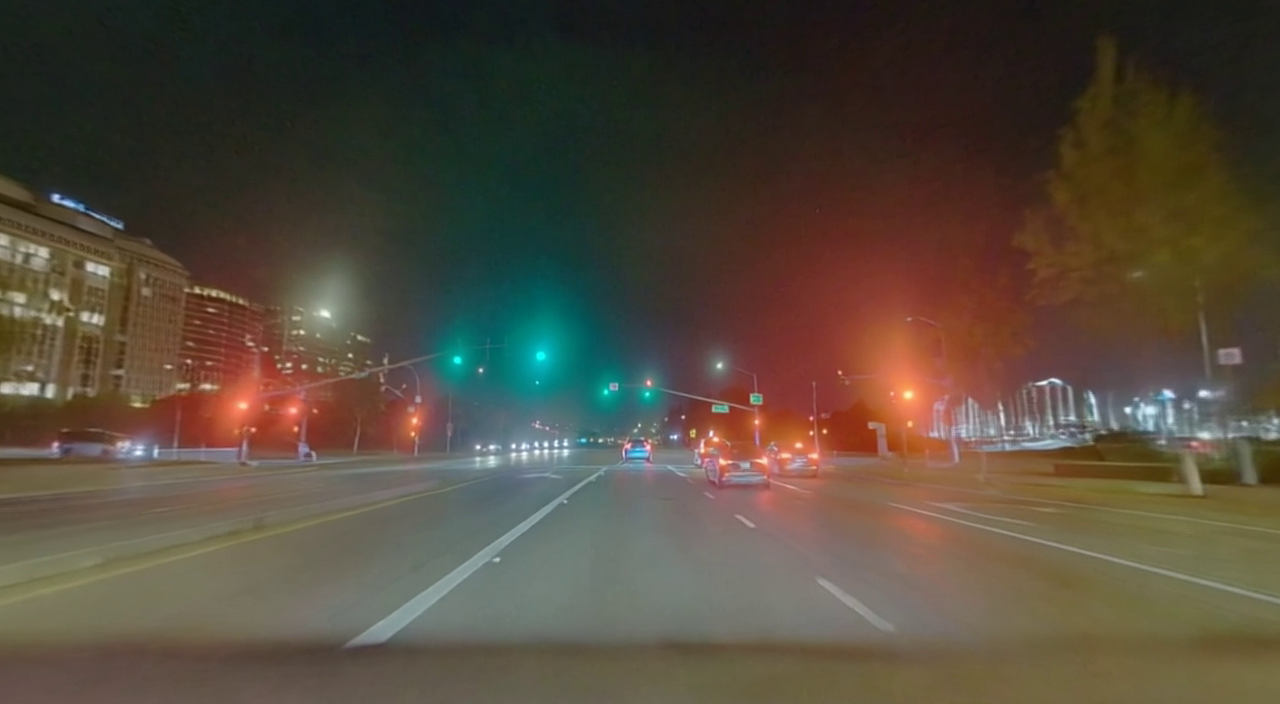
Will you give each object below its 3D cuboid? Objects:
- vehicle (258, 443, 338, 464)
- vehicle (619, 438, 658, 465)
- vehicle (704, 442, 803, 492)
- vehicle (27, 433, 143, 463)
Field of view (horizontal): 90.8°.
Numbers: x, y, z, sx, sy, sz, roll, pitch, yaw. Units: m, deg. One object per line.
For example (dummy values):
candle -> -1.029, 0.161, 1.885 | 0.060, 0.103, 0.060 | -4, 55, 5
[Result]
vehicle -> -25.200, 7.469, 46.665 | 4.751, 1.501, 2.147 | -1, -8, 5
vehicle -> -0.077, 5.759, 36.847 | 2.143, 1.480, 4.006 | 0, -8, -1
vehicle -> 3.286, 3.422, 19.280 | 2.080, 1.321, 4.382 | 0, -8, -2
vehicle -> -29.903, 5.193, 34.134 | 4.469, 1.501, 1.990 | -1, -9, 3
